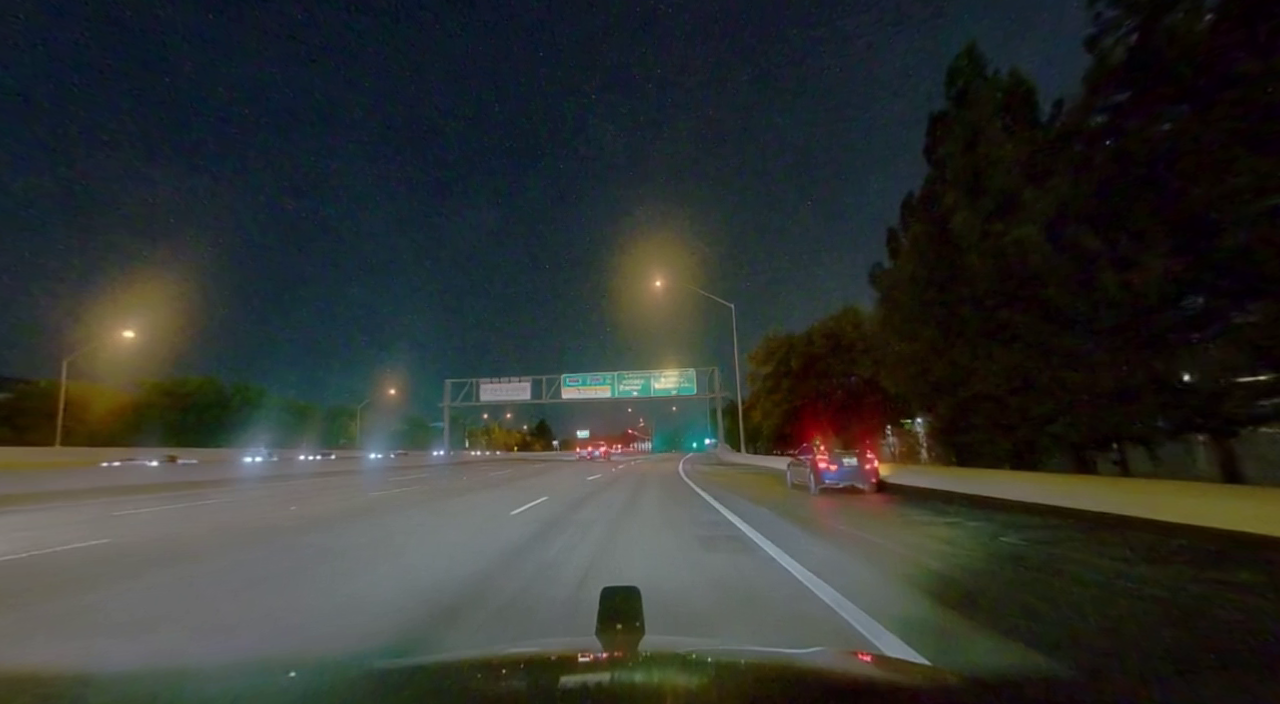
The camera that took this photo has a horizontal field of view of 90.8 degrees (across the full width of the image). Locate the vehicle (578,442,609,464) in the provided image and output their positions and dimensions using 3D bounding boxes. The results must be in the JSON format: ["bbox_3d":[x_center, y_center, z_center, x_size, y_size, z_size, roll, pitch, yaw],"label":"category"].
[{"bbox_3d":[-3.451,7.627,47.730,2.271,1.537,4.029,0,-9,-3],"label":"vehicle"}]
